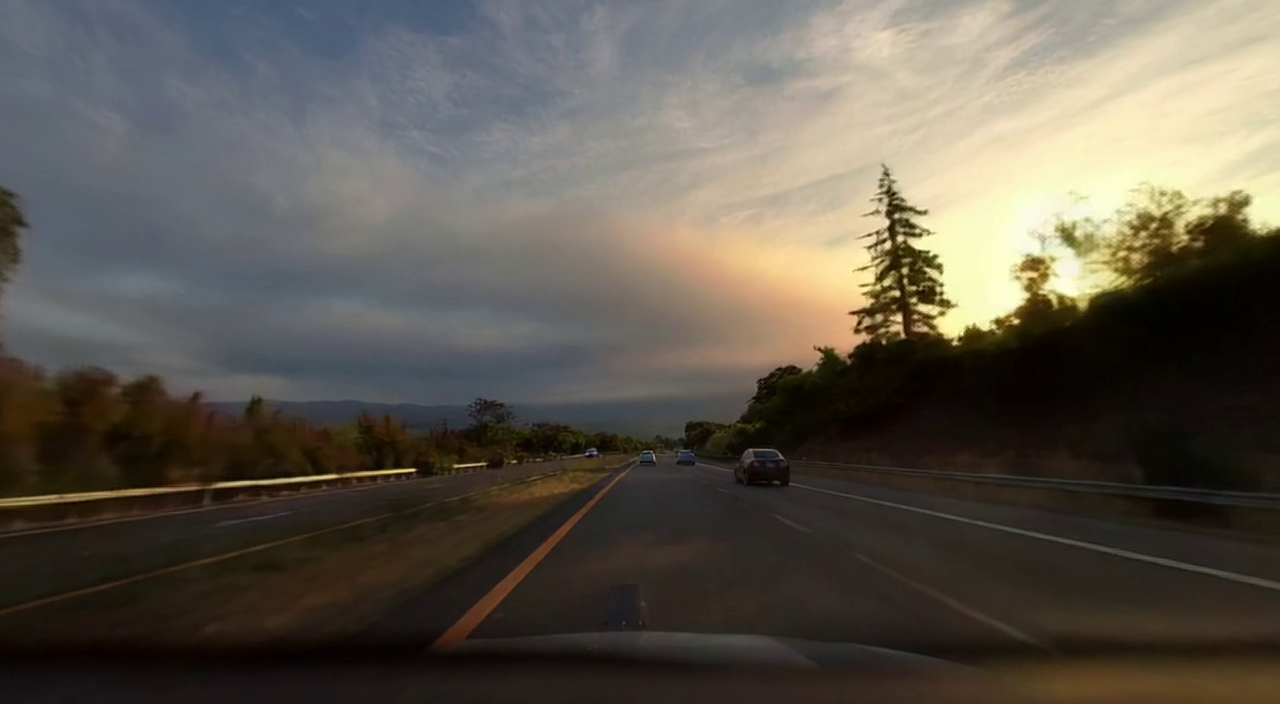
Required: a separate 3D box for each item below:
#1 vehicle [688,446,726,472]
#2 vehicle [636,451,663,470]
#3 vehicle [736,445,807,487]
[{"bbox_3d":[4.566,7.372,43.440,2.122,1.662,4.392,0,-9,0],"label":"vehicle"},{"bbox_3d":[0.730,8.452,49.204,1.991,1.459,3.769,0,-9,0],"label":"vehicle"},{"bbox_3d":[5.141,4.500,25.079,1.964,1.513,3.707,0,-9,-1],"label":"vehicle"}]
